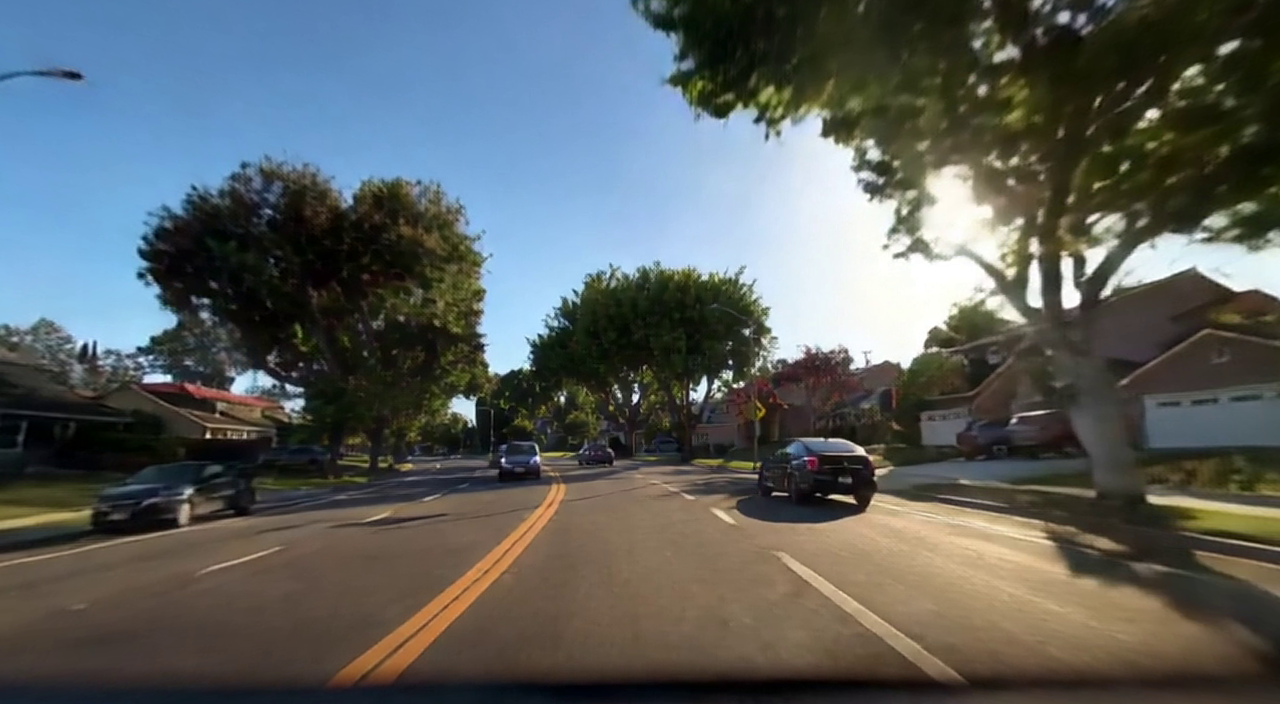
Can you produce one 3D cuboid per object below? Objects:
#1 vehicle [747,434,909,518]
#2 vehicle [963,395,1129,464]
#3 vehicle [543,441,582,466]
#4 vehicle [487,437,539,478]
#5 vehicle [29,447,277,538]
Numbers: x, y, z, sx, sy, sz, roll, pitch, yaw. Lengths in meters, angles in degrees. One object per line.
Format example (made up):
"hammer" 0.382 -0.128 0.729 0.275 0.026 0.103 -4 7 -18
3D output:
"vehicle" 3.827 2.597 13.773 1.934 1.506 4.282 0 -8 -4
"vehicle" 14.801 2.834 23.164 4.455 1.795 2.331 -7 -6 -8
"vehicle" -5.622 7.275 45.176 2.106 1.667 4.367 2 -9 -16
"vehicle" -6.300 5.193 31.468 2.316 1.845 4.805 1 -9 -10
"vehicle" -10.739 3.062 14.546 2.038 1.690 4.825 0 -8 -3
